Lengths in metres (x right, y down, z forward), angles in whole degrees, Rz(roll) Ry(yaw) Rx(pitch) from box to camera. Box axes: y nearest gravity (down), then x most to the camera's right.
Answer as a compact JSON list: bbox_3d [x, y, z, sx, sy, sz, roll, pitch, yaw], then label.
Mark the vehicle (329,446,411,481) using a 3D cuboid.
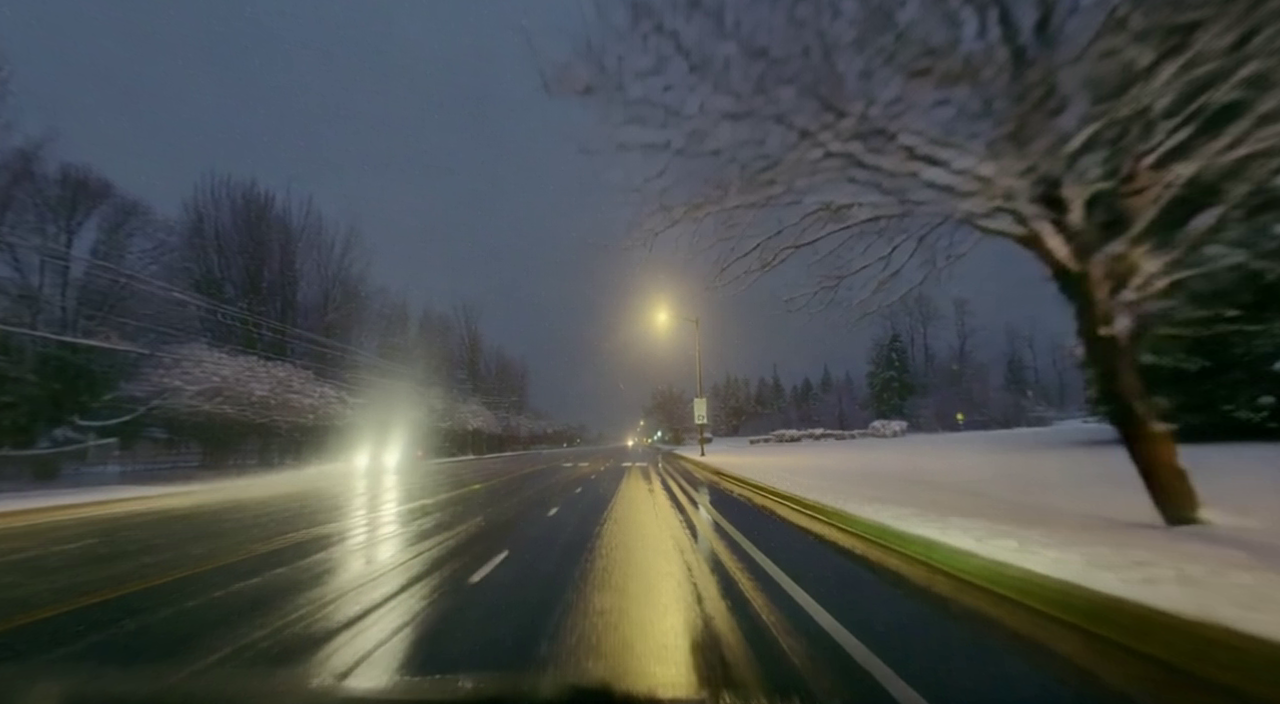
[{"bbox_3d":[-13.271,5.487,31.365,2.078,1.573,4.533,0,-8,0],"label":"vehicle"}]
